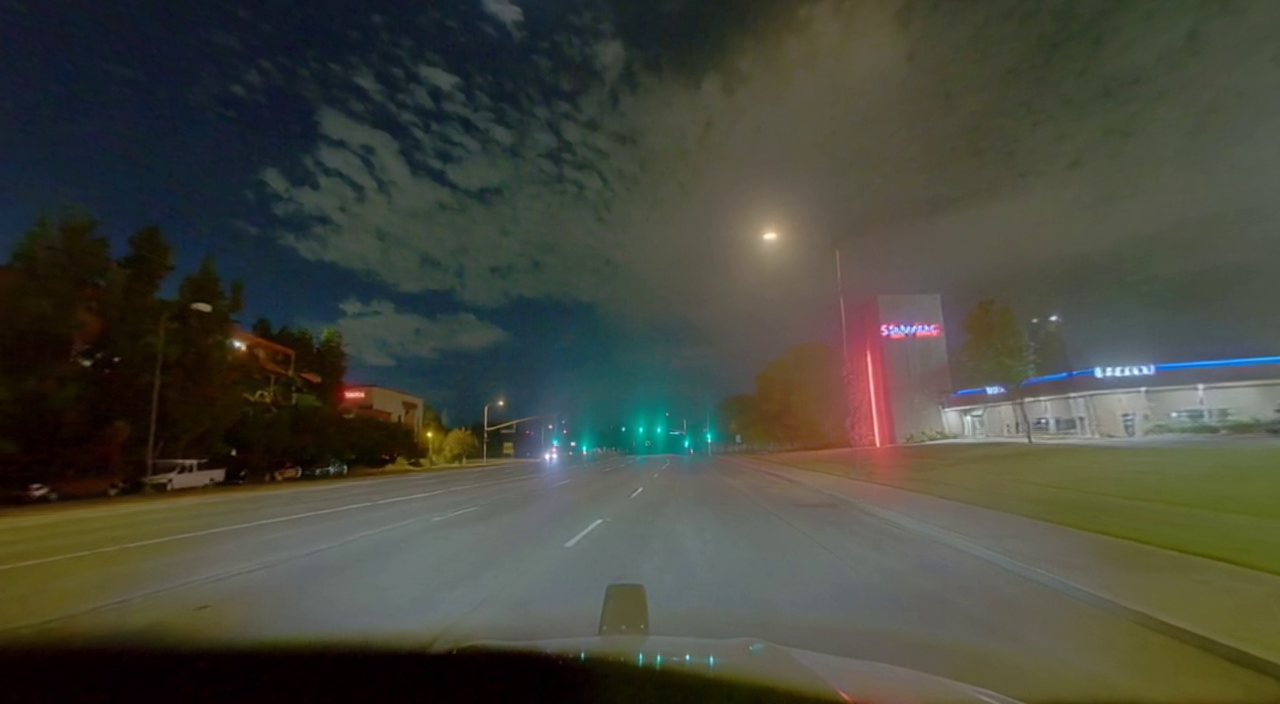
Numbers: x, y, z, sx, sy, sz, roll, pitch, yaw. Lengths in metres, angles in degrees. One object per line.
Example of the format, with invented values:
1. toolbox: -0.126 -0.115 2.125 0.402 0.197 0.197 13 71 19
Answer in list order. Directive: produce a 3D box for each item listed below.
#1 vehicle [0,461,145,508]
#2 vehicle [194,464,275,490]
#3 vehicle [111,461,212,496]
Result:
1. vehicle: -22.634 5.196 25.072 1.918 1.503 4.632 -6 -10 5
2. vehicle: -24.512 7.545 38.302 1.827 1.370 4.191 -1 -8 6
3. vehicle: -28.008 7.371 37.086 2.009 1.798 4.673 -1 -8 4
